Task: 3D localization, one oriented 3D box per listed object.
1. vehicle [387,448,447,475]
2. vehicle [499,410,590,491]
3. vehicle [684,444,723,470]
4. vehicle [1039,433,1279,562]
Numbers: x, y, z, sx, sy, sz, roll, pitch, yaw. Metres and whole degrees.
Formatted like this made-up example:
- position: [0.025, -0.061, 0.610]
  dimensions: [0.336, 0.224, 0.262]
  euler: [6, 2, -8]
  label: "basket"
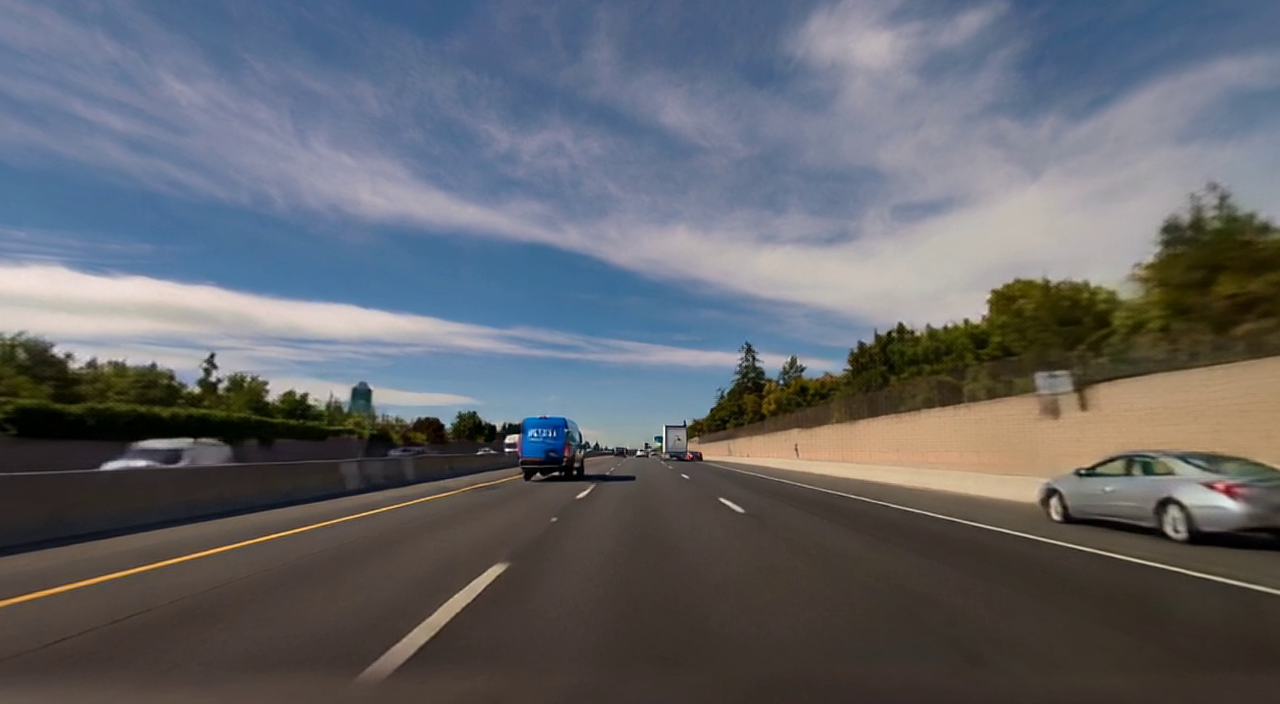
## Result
- position: [-12.930, 6.373, 36.884]
  dimensions: [1.842, 1.474, 4.473]
  euler: [0, -9, 0]
  label: "vehicle"
- position: [-3.399, 3.757, 24.199]
  dimensions: [2.380, 2.648, 6.879]
  euler: [0, -9, 0]
  label: "vehicle"
- position: [4.186, 7.024, 42.410]
  dimensions: [2.066, 1.638, 4.158]
  euler: [0, -9, -1]
  label: "vehicle"
- position: [8.343, 1.995, 9.285]
  dimensions: [1.838, 1.490, 4.460]
  euler: [0, -9, -3]
  label: "vehicle"
